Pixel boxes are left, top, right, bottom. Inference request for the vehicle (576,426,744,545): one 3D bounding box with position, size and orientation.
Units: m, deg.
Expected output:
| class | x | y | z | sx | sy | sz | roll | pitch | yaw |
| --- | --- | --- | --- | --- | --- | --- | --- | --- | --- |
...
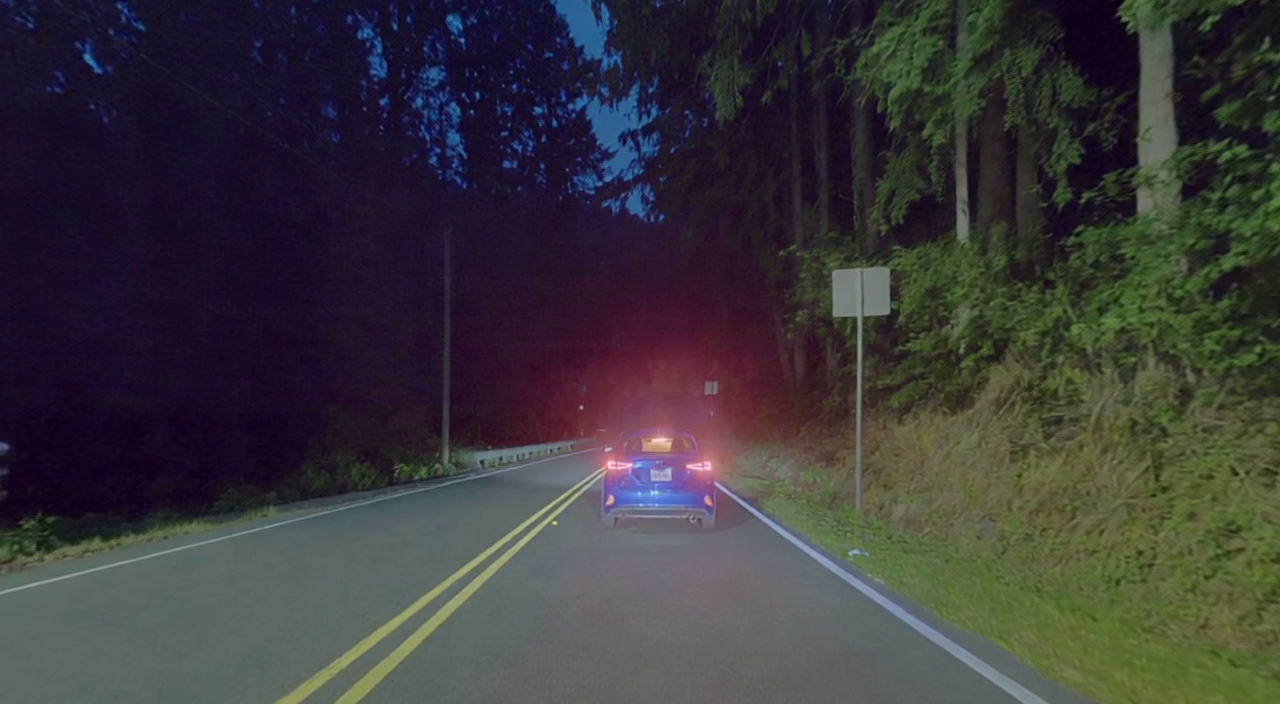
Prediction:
| class | x | y | z | sx | sy | sz | roll | pitch | yaw |
| --- | --- | --- | --- | --- | --- | --- | --- | --- | --- |
| vehicle | 0.284 | 2.030 | 10.164 | 2.187 | 1.533 | 3.726 | 0 | -8 | 1 |
